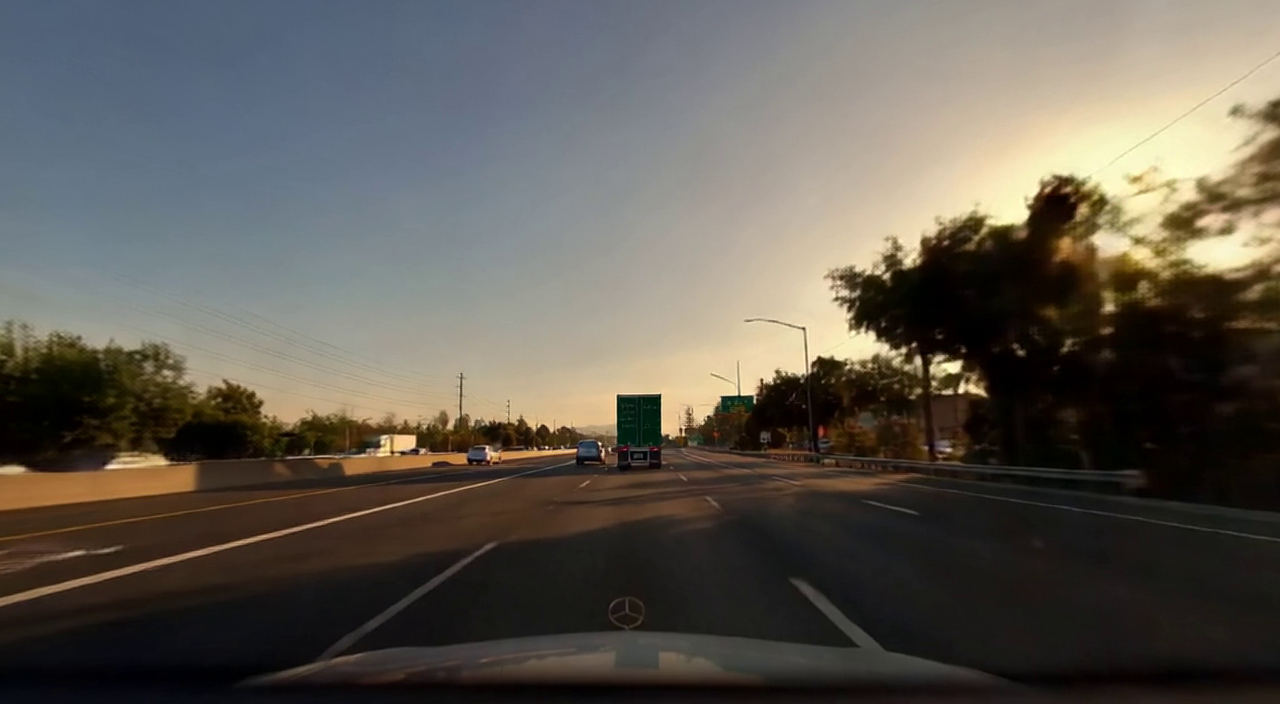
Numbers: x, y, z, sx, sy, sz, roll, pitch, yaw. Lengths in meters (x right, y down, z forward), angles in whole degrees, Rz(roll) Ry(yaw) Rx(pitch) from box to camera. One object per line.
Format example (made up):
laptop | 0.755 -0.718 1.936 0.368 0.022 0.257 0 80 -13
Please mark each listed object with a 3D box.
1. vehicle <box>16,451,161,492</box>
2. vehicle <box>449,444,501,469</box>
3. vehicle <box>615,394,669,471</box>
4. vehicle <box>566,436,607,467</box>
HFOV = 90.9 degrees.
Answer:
vehicle | -22.431 4.853 25.940 1.873 1.445 4.518 0 -8 1
vehicle | -10.676 6.754 41.199 2.012 1.509 4.789 0 -8 1
vehicle | 0.134 5.276 40.556 2.879 4.085 13.125 0 -8 0
vehicle | -3.472 6.672 42.297 2.293 1.923 5.141 0 -8 0
